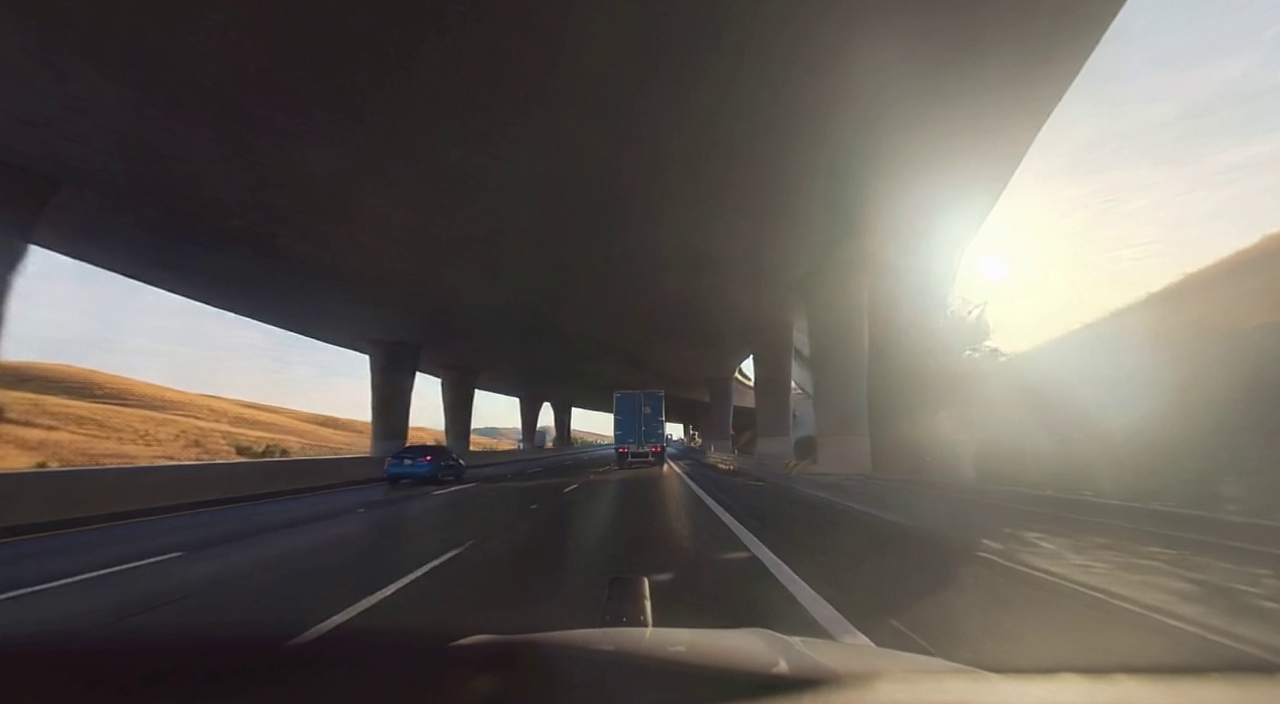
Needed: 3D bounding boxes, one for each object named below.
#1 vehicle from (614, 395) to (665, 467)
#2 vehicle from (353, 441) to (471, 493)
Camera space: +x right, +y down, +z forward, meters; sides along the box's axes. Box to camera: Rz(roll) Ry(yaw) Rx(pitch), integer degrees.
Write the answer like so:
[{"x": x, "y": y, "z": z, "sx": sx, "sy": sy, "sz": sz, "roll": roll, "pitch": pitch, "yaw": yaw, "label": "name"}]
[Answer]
[{"x": 0.060, "y": 5.297, "z": 41.323, "sx": 2.866, "sy": 4.014, "sz": 11.261, "roll": 0, "pitch": -8, "yaw": 1, "label": "vehicle"}, {"x": -7.231, "y": 3.681, "z": 20.606, "sx": 2.078, "sy": 1.496, "sz": 4.563, "roll": 0, "pitch": -8, "yaw": 1, "label": "vehicle"}]
